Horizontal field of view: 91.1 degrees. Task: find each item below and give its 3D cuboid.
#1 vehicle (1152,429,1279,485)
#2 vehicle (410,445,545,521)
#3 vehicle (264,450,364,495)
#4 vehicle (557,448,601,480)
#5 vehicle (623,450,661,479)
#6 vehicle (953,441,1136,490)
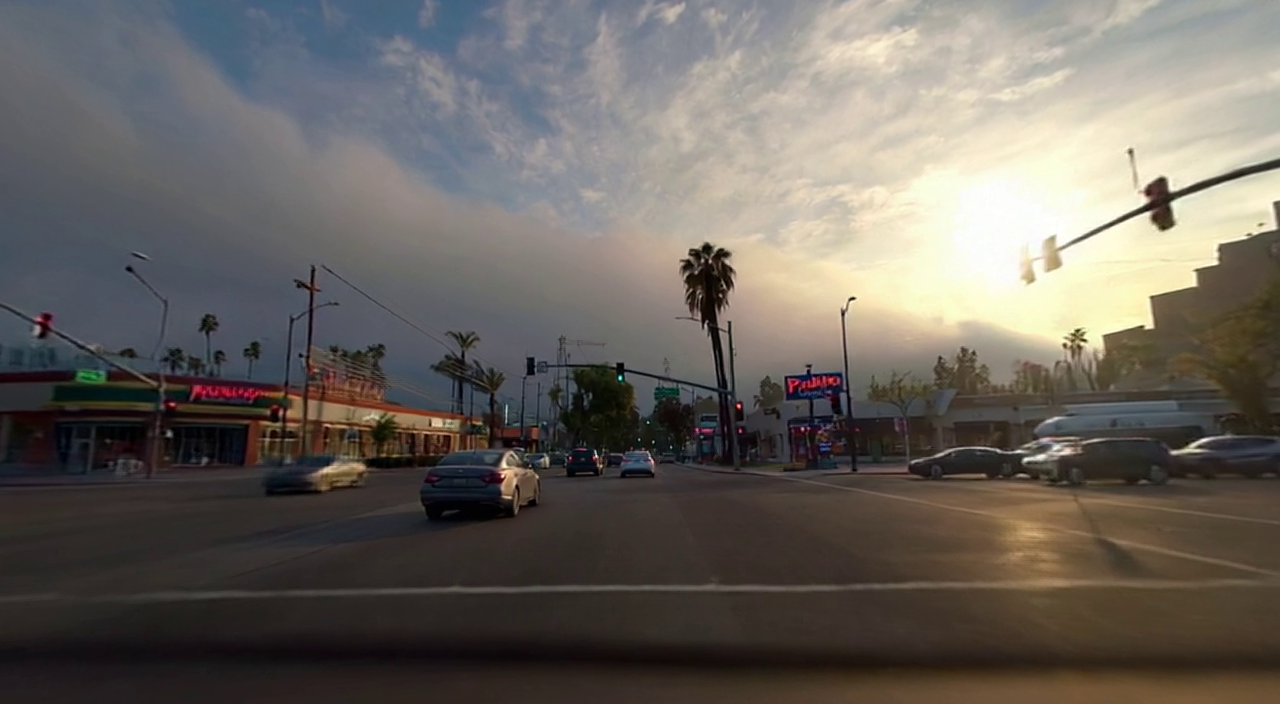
[{"bbox_3d":[20.309,3.460,20.855,4.699,1.716,2.108,0,-8,-1],"label":"vehicle"},{"bbox_3d":[-3.602,2.966,14.849,1.904,1.513,4.410,-1,-8,2],"label":"vehicle"},{"bbox_3d":[-12.517,4.607,24.393,1.818,1.559,3.721,0,-8,1],"label":"vehicle"},{"bbox_3d":[-3.360,6.195,35.133,1.979,1.634,3.957,0,-8,1],"label":"vehicle"},{"bbox_3d":[0.124,6.450,36.323,2.094,1.496,4.070,0,-8,0],"label":"vehicle"},{"bbox_3d":[13.137,3.693,20.655,4.532,1.504,2.087,0,-8,0],"label":"vehicle"}]
